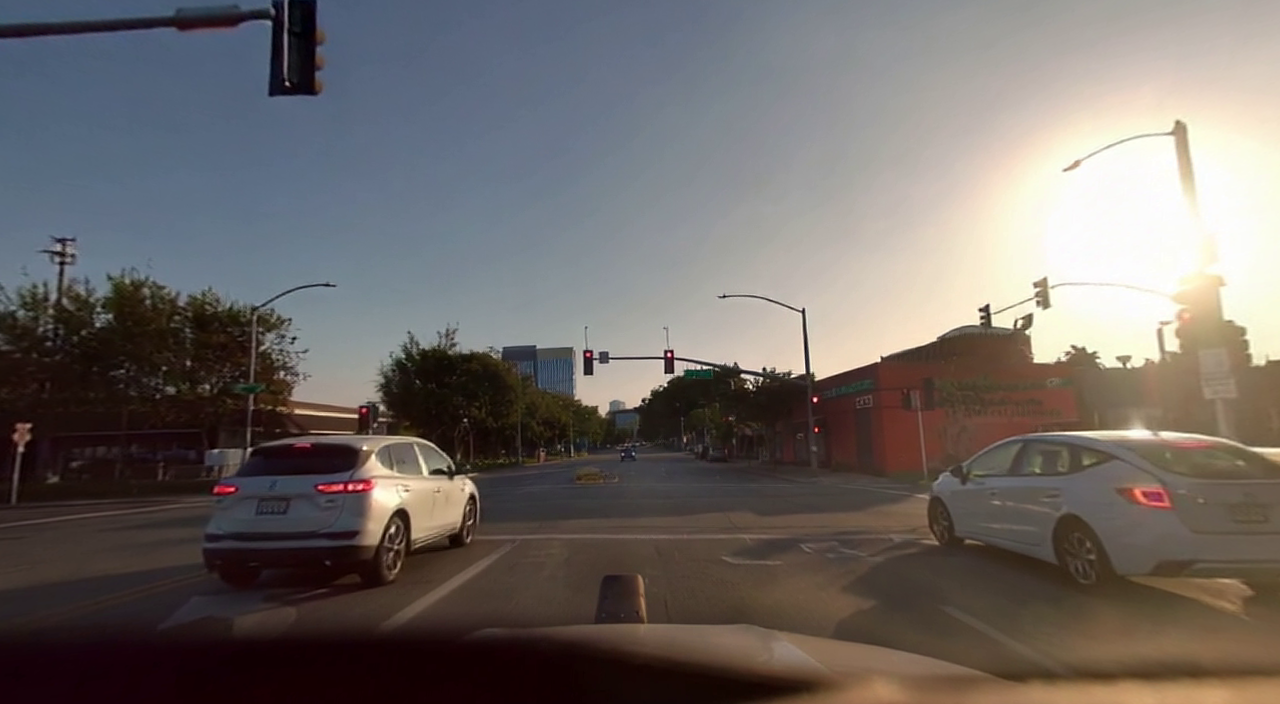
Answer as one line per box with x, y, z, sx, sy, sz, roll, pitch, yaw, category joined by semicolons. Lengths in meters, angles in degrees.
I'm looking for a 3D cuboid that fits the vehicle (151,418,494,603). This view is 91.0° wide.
-3.350;1.740;7.834;1.947;1.627;4.248;0;-9;1;vehicle

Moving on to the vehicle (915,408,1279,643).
4.984;1.570;6.776;2.039;1.655;4.495;0;-9;1;vehicle
